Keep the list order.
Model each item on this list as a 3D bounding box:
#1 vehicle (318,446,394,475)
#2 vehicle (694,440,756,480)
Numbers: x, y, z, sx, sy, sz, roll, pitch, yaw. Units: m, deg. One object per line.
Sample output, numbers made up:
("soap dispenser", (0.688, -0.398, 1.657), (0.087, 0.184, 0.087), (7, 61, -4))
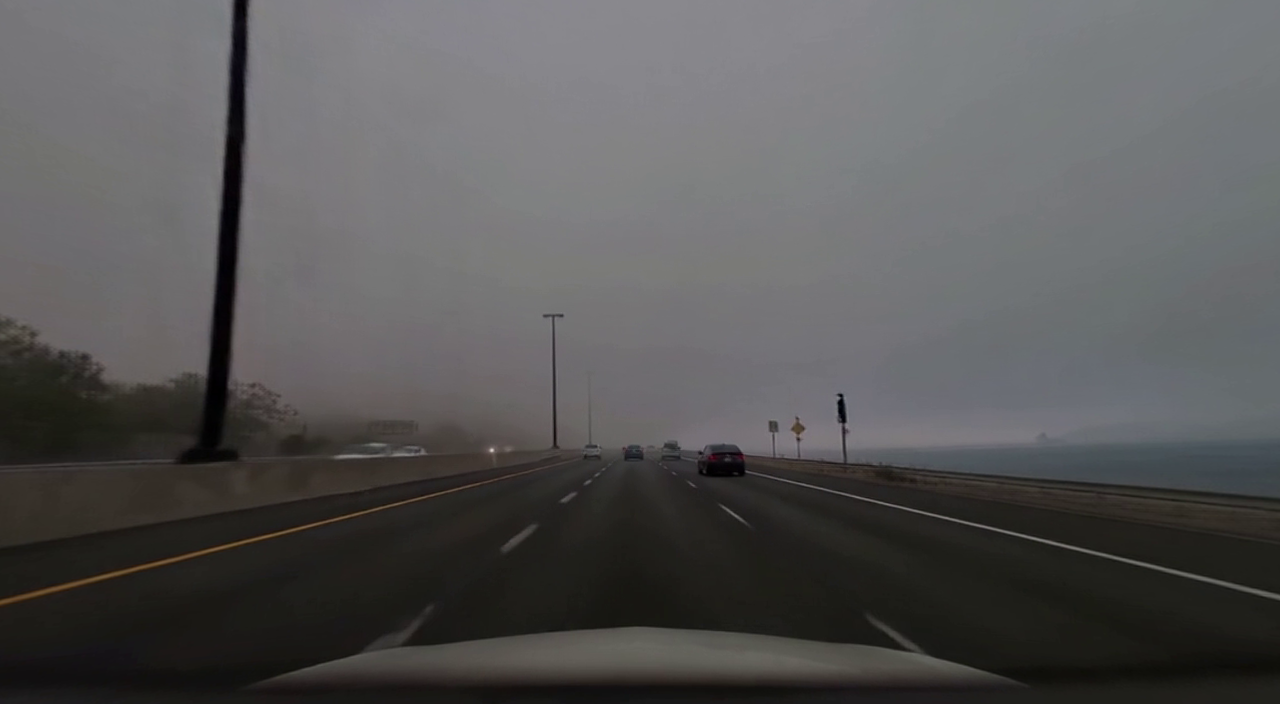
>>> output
("vehicle", (-15.353, 5.853, 34.434), (1.903, 1.480, 4.717), (0, -8, 0))
("vehicle", (3.466, 4.485, 26.551), (1.890, 1.490, 4.373), (0, -8, -1))
